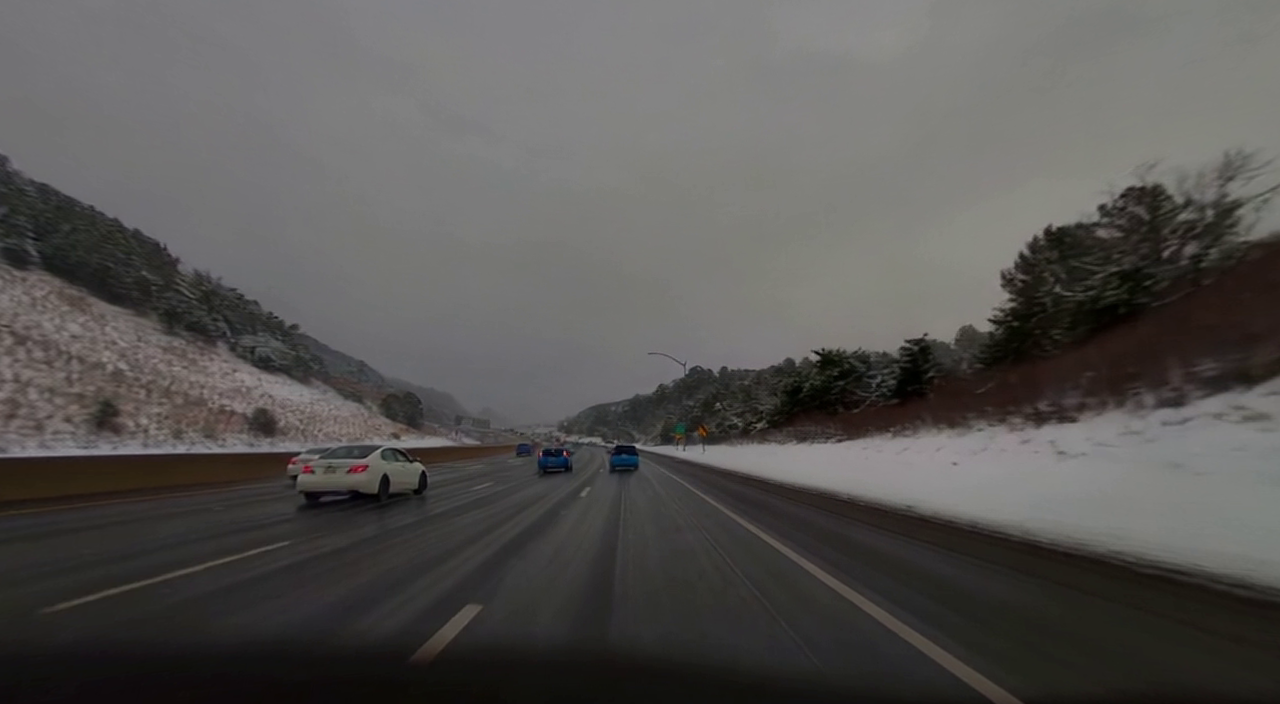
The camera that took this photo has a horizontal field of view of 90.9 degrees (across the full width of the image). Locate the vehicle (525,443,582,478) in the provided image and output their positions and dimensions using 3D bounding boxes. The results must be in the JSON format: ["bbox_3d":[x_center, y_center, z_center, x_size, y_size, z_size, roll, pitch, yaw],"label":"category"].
[{"bbox_3d":[-4.012,5.072,29.964,2.144,1.505,4.649,0,-8,-1],"label":"vehicle"}]

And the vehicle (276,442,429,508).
[{"bbox_3d":[-7.106,3.044,16.182,1.991,1.441,4.265,0,-8,-1],"label":"vehicle"}]

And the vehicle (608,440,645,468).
[{"bbox_3d":[-0.900,6.528,40.468,2.225,1.674,4.044,0,-8,-2],"label":"vehicle"}]
